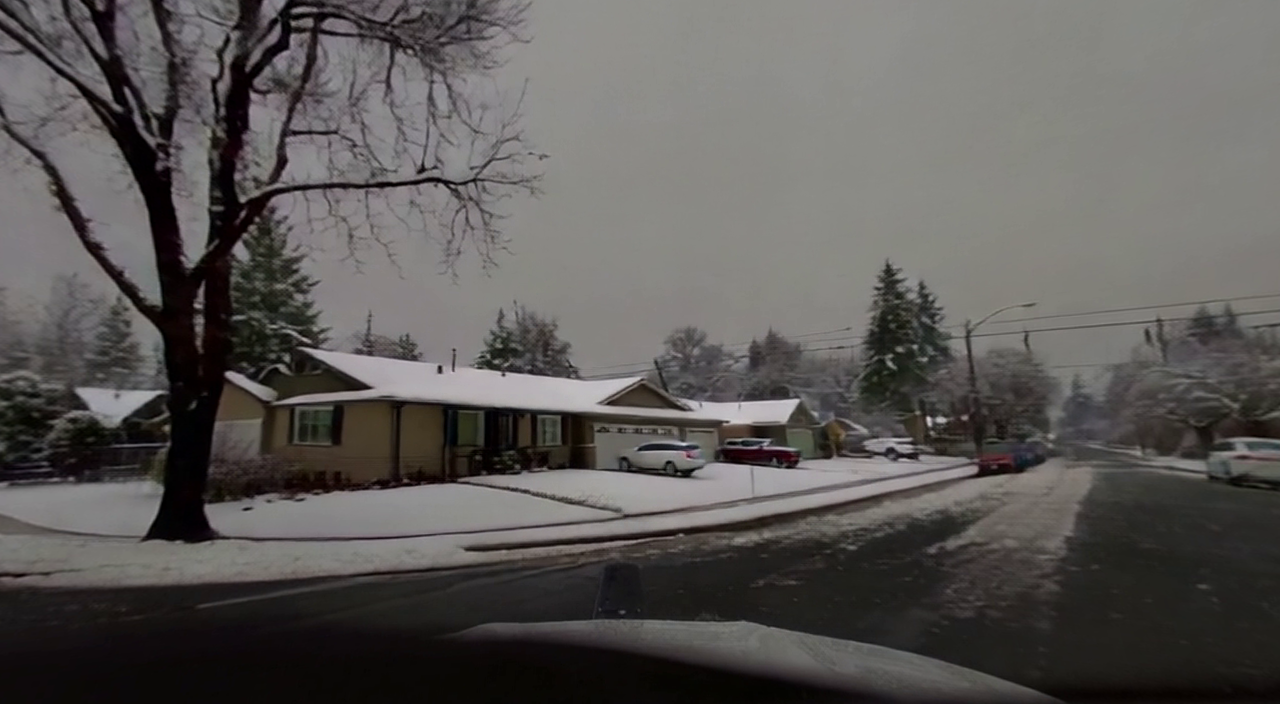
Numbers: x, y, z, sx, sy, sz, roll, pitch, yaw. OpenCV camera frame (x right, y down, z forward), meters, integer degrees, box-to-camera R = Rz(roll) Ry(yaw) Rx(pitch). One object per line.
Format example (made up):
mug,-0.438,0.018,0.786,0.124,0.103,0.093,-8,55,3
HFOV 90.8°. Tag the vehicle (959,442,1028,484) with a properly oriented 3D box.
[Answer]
vehicle,18.177,5.651,32.362,2.208,1.834,4.675,-12,-14,35

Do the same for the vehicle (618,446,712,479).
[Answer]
vehicle,1.196,5.452,31.498,4.404,1.495,1.844,-7,-11,37

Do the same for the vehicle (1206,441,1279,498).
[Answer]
vehicle,19.132,3.558,19.444,2.005,1.553,3.984,-3,-8,35
